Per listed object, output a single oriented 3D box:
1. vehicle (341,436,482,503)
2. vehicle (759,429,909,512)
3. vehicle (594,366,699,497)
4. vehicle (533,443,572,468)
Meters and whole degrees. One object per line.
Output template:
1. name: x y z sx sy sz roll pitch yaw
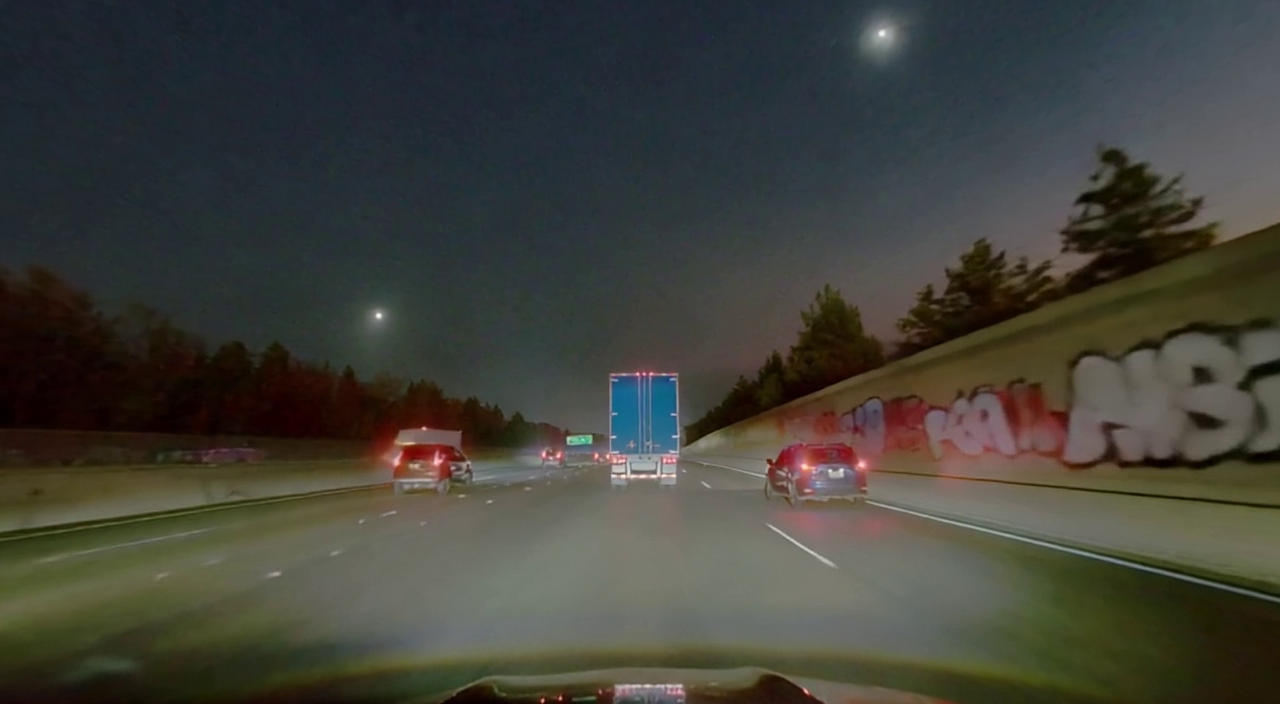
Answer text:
1. vehicle: -6.337 3.321 18.265 2.134 1.662 4.851 -1 -9 2
2. vehicle: 4.447 2.799 15.311 2.205 1.689 4.403 0 -9 0
3. vehicle: 0.120 2.960 22.557 2.915 3.661 9.741 0 -9 -1
4. vehicle: -6.027 7.164 43.756 2.005 1.607 4.042 -1 -9 2
